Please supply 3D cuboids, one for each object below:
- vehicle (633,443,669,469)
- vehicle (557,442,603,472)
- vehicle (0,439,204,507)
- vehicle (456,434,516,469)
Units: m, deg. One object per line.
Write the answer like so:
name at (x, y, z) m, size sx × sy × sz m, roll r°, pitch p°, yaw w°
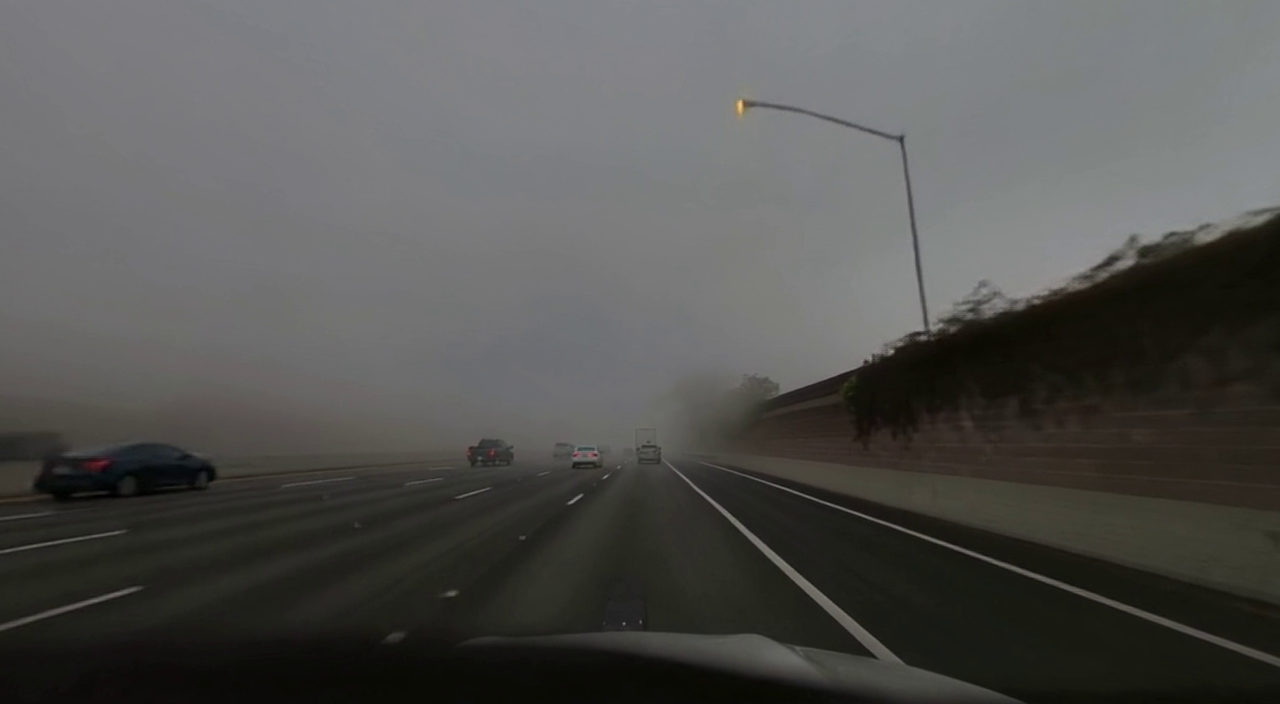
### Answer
vehicle at (0.648, 6.319, 38.600) m, size 2.073 × 1.480 × 4.343 m, roll -1°, pitch -8°, yaw 0°
vehicle at (-3.237, 5.755, 34.766) m, size 2.056 × 1.480 × 4.022 m, roll -1°, pitch -8°, yaw 1°
vehicle at (-13.796, 2.983, 16.095) m, size 1.952 × 1.469 × 4.639 m, roll -1°, pitch -8°, yaw 1°
vehicle at (-9.811, 6.405, 40.841) m, size 2.339 × 2.018 × 5.790 m, roll -1°, pitch -8°, yaw 1°
